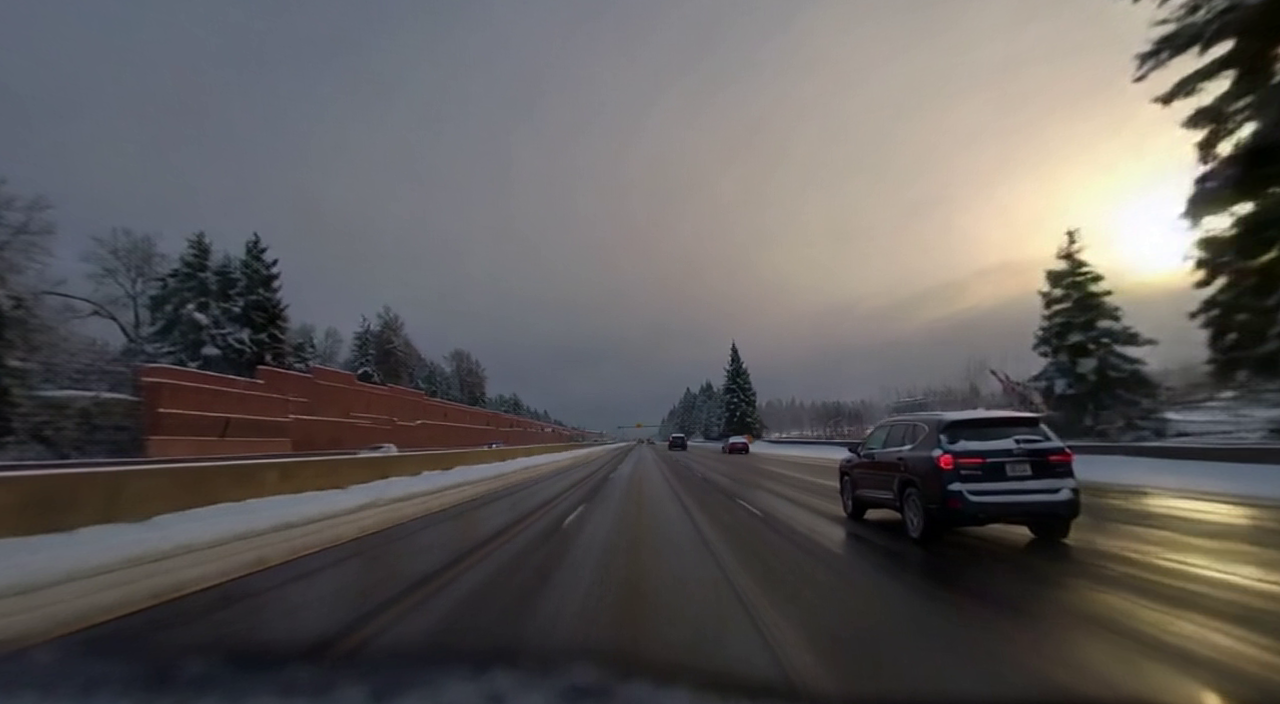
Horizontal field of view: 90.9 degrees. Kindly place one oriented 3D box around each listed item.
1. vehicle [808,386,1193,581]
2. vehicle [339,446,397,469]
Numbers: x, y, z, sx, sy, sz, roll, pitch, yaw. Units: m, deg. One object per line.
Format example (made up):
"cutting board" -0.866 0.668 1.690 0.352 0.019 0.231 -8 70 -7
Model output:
"vehicle" 3.973 1.556 8.231 2.190 1.783 4.637 0 -8 -1
"vehicle" -18.008 6.973 41.933 1.805 1.465 4.453 -1 -8 1
